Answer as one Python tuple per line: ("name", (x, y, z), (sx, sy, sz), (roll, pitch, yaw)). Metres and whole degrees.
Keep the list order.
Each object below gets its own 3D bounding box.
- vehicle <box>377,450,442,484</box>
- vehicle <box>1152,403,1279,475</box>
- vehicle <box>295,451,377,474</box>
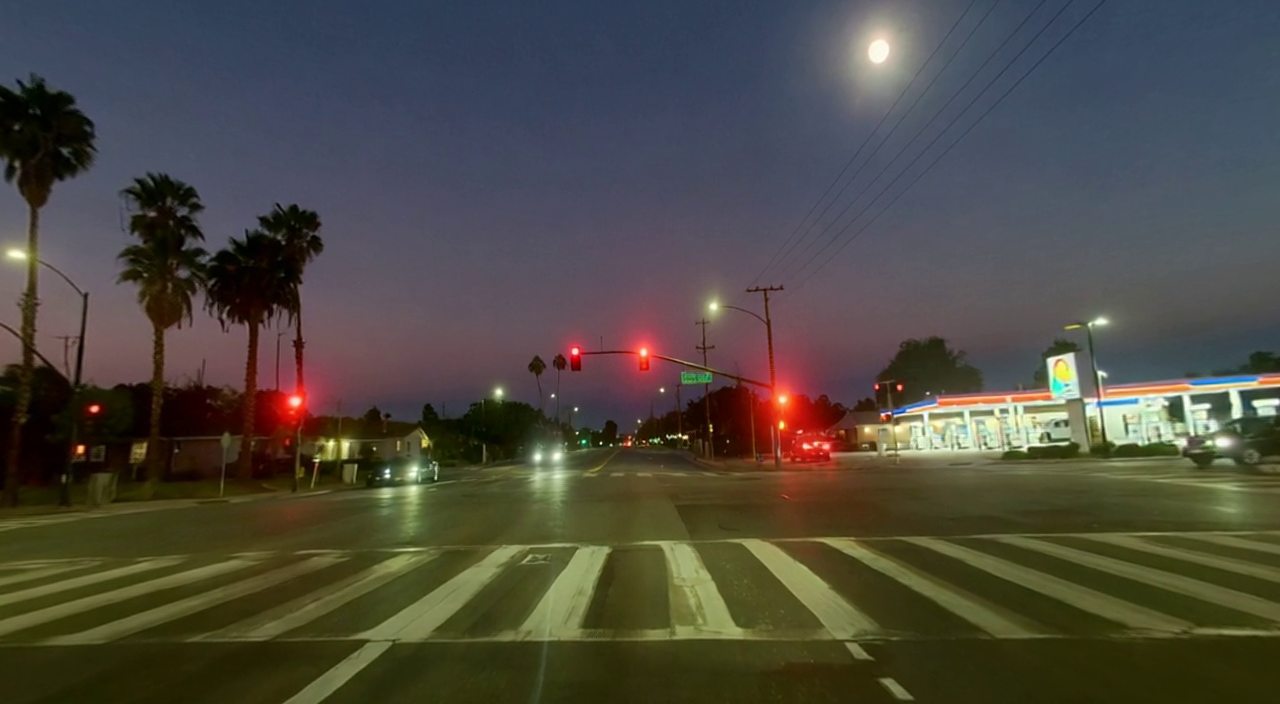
("vehicle", (-13.030, 6.480, 36.012), (2.009, 1.777, 4.559), (0, -9, -1))
("vehicle", (17.378, 2.390, 17.312), (5.086, 1.817, 1.952), (0, -9, -5))
("vehicle", (-20.939, 7.600, 43.594), (4.672, 1.469, 1.816), (0, -9, -2))
